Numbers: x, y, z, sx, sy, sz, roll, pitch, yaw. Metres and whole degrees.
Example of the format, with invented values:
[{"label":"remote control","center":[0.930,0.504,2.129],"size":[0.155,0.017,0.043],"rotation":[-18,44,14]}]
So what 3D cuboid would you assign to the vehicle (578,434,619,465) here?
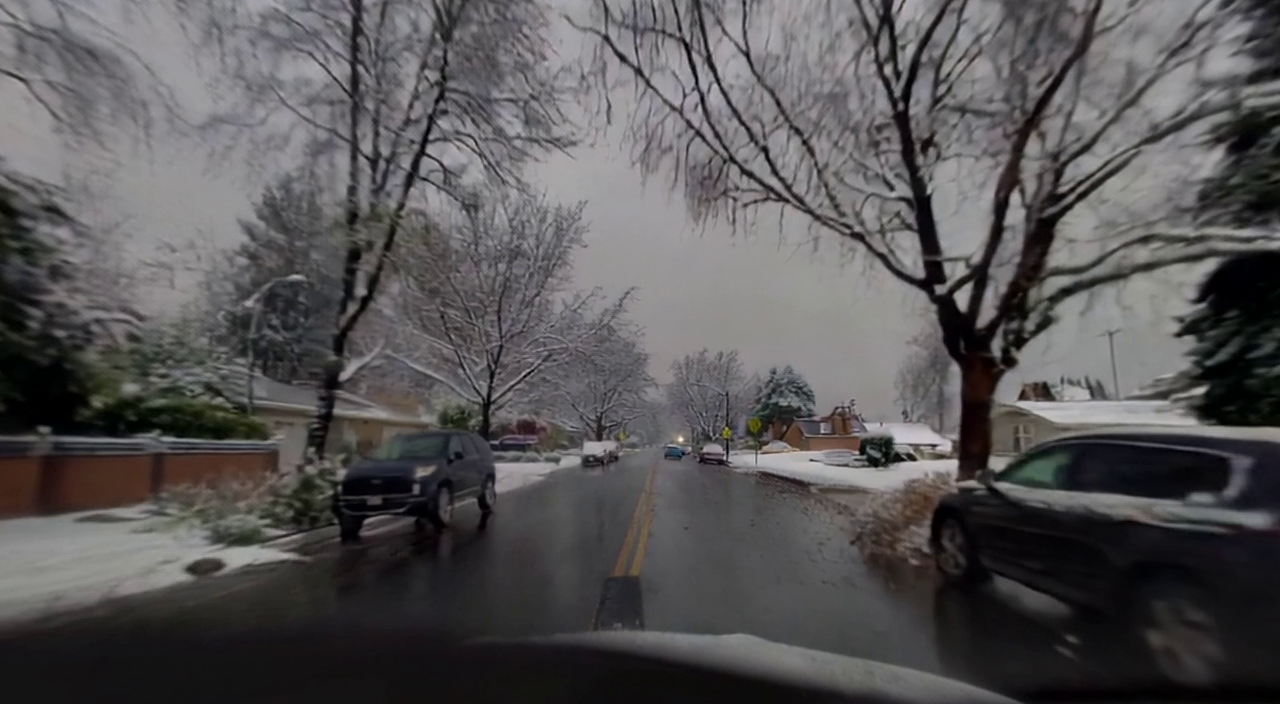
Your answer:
[{"label":"vehicle","center":[-2.834,6.850,44.320],"size":[2.155,1.907,5.100],"rotation":[-4,-9,3]}]

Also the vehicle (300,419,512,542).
[{"label":"vehicle","center":[-4.090,2.282,12.060],"size":[2.093,1.810,4.555],"rotation":[-2,-8,3]}]

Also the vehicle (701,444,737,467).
[{"label":"vehicle","center":[5.554,7.340,45.123],"size":[2.047,1.532,4.350],"rotation":[0,-8,0]}]

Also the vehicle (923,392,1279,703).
[{"label":"vehicle","center":[4.015,1.255,4.407],"size":[2.115,1.673,4.236],"rotation":[0,-8,1]}]
